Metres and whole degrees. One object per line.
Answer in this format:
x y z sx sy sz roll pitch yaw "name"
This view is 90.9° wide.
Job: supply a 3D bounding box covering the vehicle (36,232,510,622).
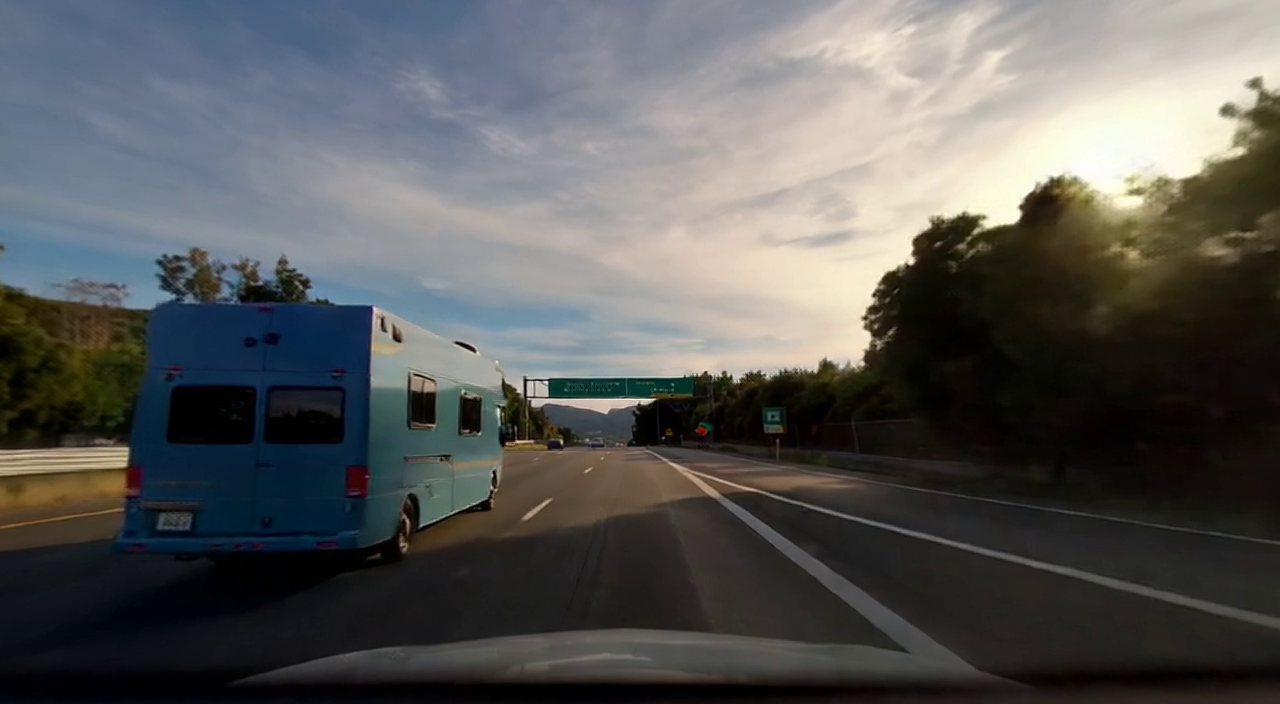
-3.874 0.997 9.135 2.676 3.269 7.388 -2 -6 -2 "vehicle"
